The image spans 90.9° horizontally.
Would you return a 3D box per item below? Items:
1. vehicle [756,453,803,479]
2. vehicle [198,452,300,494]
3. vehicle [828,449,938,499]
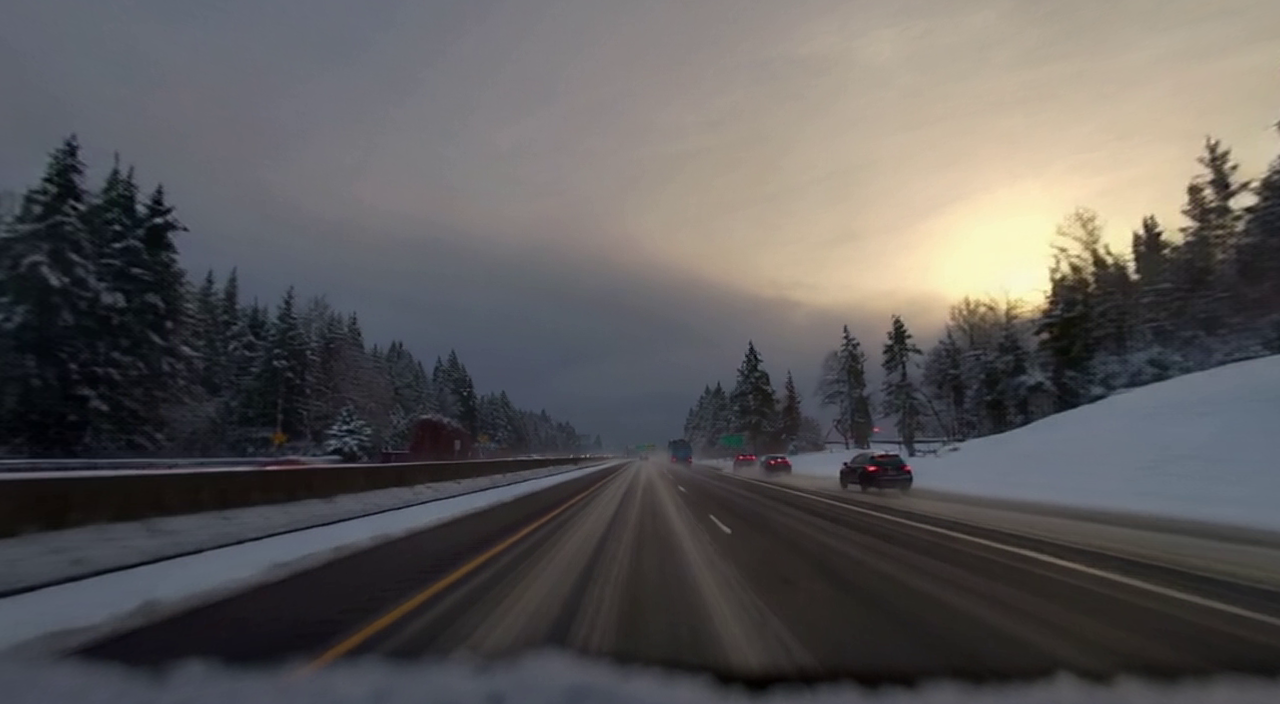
[{"bbox_3d":[8.296,6.814,37.947,1.842,1.475,4.479,0,-9,0],"label":"vehicle"},{"bbox_3d":[-15.692,4.828,25.507,1.782,1.545,3.556,0,-9,1],"label":"vehicle"},{"bbox_3d":[8.036,4.045,21.339,1.907,1.495,4.517,0,-9,0],"label":"vehicle"}]
